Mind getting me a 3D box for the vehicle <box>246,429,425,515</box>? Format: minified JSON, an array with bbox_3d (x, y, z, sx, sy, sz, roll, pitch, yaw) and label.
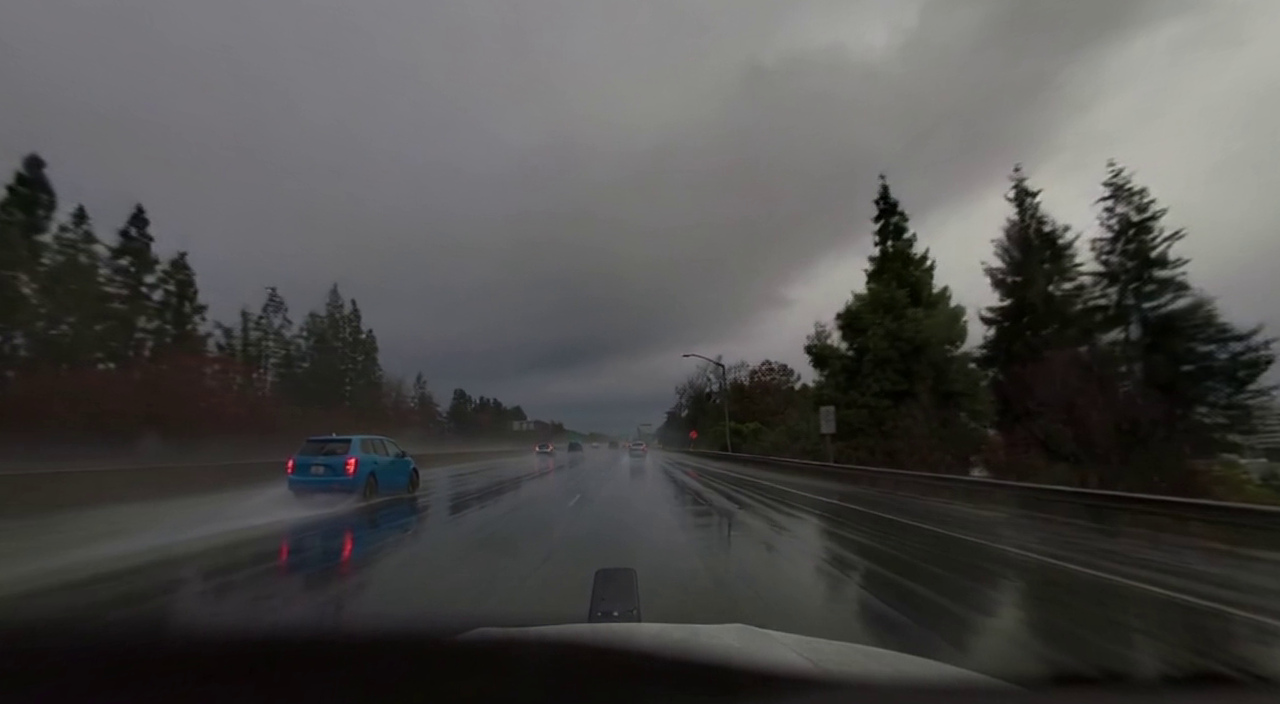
[{"bbox_3d":[-7.106,2.846,15.439,2.146,1.766,4.502,0,-9,-1],"label":"vehicle"}]
